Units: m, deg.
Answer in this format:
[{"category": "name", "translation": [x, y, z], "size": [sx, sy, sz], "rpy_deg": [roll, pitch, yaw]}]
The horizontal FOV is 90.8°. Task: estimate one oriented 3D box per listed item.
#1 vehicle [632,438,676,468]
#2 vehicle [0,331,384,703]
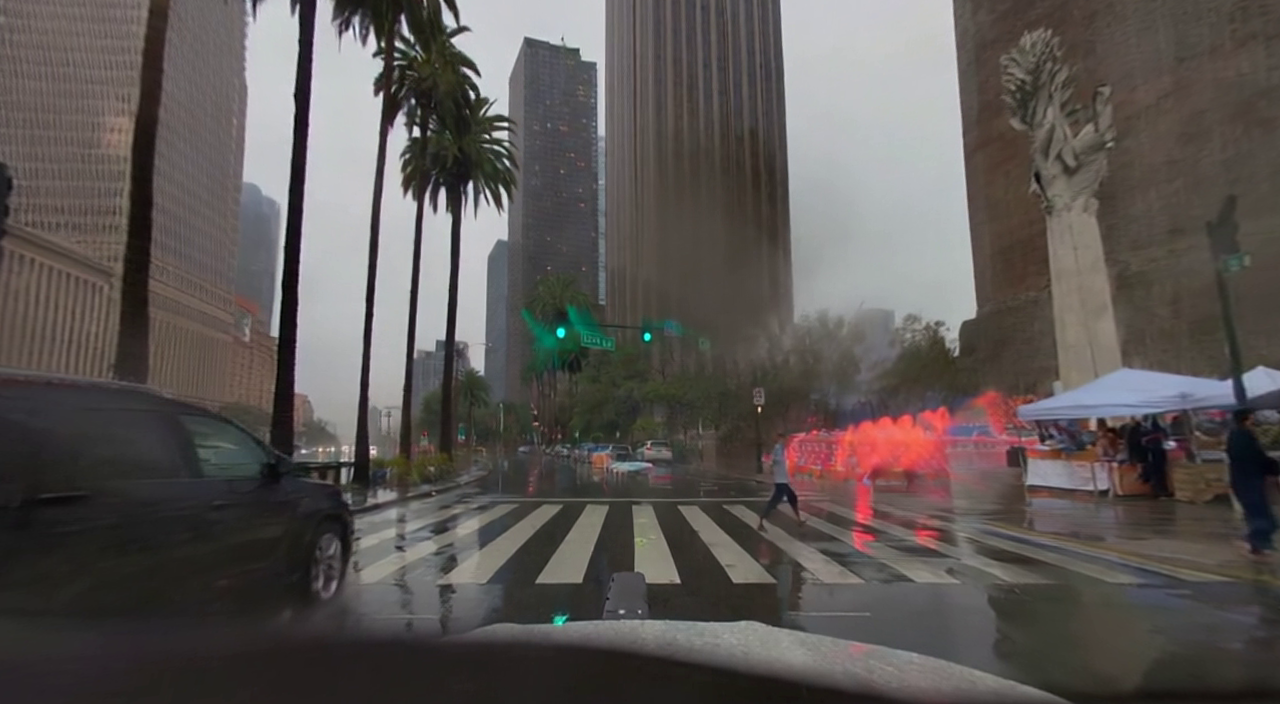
[{"category": "vehicle", "translation": [0.942, 7.409, 46.473], "size": [2.322, 2.071, 5.366], "rpy_deg": [1, -8, -9]}, {"category": "vehicle", "translation": [-3.272, 0.911, 3.226], "size": [1.948, 1.674, 4.668], "rpy_deg": [0, -8, 0]}]
